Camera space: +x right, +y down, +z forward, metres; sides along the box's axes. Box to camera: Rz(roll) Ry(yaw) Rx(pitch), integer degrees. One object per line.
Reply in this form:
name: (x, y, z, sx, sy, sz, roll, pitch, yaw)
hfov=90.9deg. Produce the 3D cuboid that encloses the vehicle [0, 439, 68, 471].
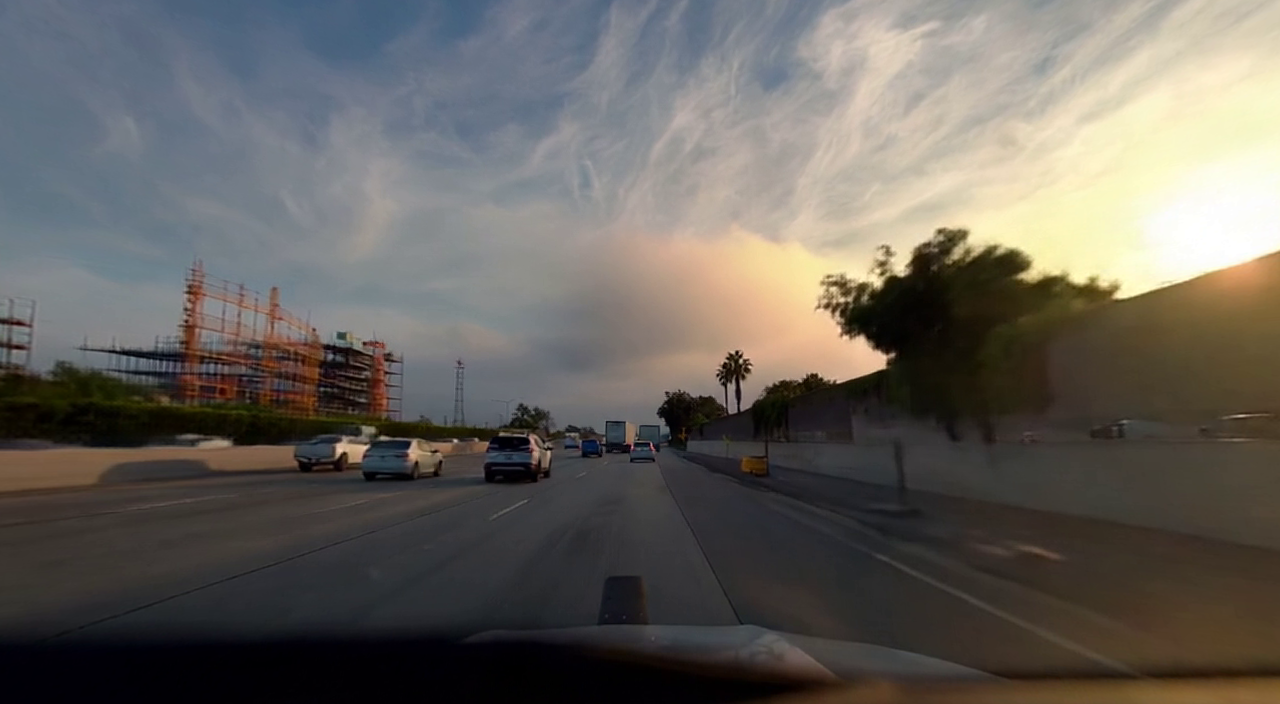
vehicle: (-30.033, 4.837, 29.649, 1.962, 1.459, 4.416, -1, -8, 2)

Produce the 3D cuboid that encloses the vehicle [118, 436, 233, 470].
vehicle: (-22.491, 4.899, 30.832, 1.981, 1.517, 4.614, -1, -8, 2)

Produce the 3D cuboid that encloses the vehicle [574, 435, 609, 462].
vehicle: (-3.689, 7.395, 48.630, 2.203, 1.958, 4.848, 0, -8, 1)

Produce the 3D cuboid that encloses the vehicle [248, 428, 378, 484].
vehicle: (-11.998, 3.846, 23.627, 2.077, 1.829, 5.101, 0, -8, 1)

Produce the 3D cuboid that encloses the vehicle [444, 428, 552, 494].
vehicle: (-4.111, 3.237, 19.129, 2.108, 1.740, 4.549, 0, -8, 1)

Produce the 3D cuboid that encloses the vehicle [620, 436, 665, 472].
vehicle: (0.126, 5.173, 32.106, 2.136, 1.678, 4.052, 0, -8, 1)

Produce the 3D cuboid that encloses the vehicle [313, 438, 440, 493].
vehicle: (-7.924, 3.417, 19.471, 1.949, 1.476, 4.410, 0, -8, 1)
